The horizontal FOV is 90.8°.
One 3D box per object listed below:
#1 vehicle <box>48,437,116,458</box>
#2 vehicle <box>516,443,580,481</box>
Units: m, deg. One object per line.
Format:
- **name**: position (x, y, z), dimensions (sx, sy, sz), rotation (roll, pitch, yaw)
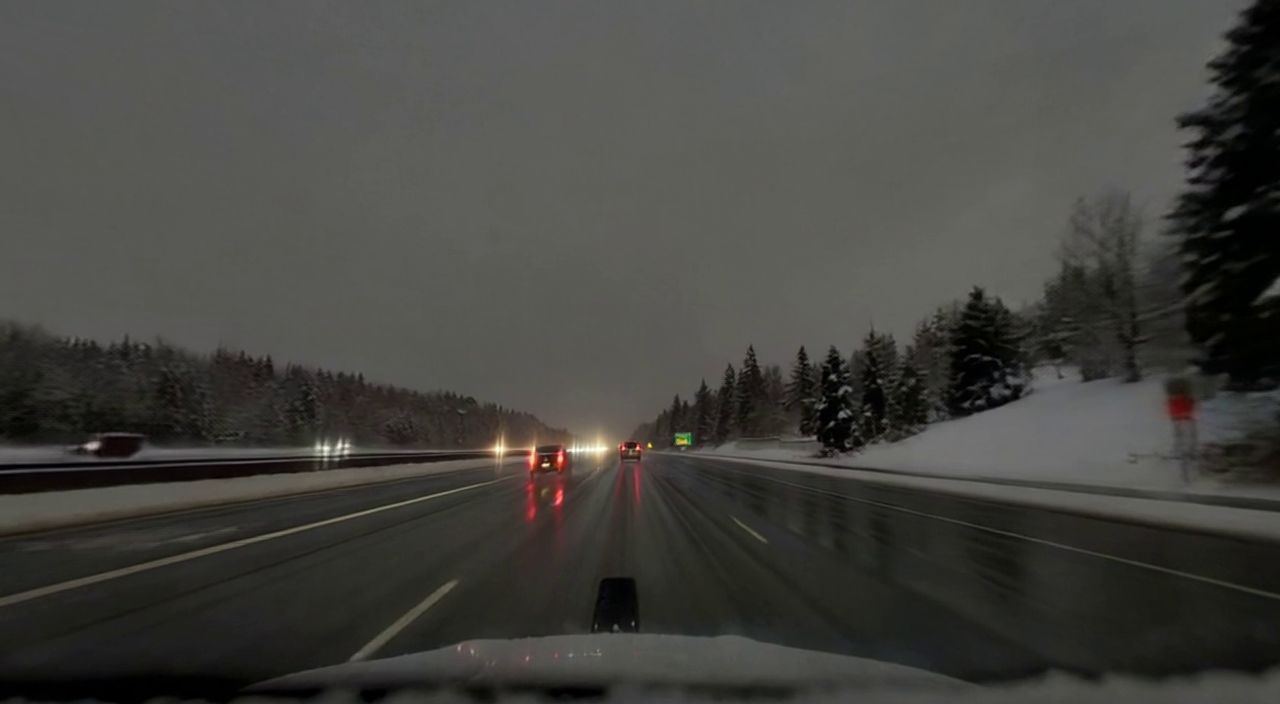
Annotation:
- **vehicle**: position (-39.451, 6.763, 44.751), dimensions (1.604, 1.424, 3.530), rotation (0, -8, -1)
- **vehicle**: position (-4.034, 4.915, 28.585), dimensions (2.140, 1.574, 4.946), rotation (0, -8, 0)
